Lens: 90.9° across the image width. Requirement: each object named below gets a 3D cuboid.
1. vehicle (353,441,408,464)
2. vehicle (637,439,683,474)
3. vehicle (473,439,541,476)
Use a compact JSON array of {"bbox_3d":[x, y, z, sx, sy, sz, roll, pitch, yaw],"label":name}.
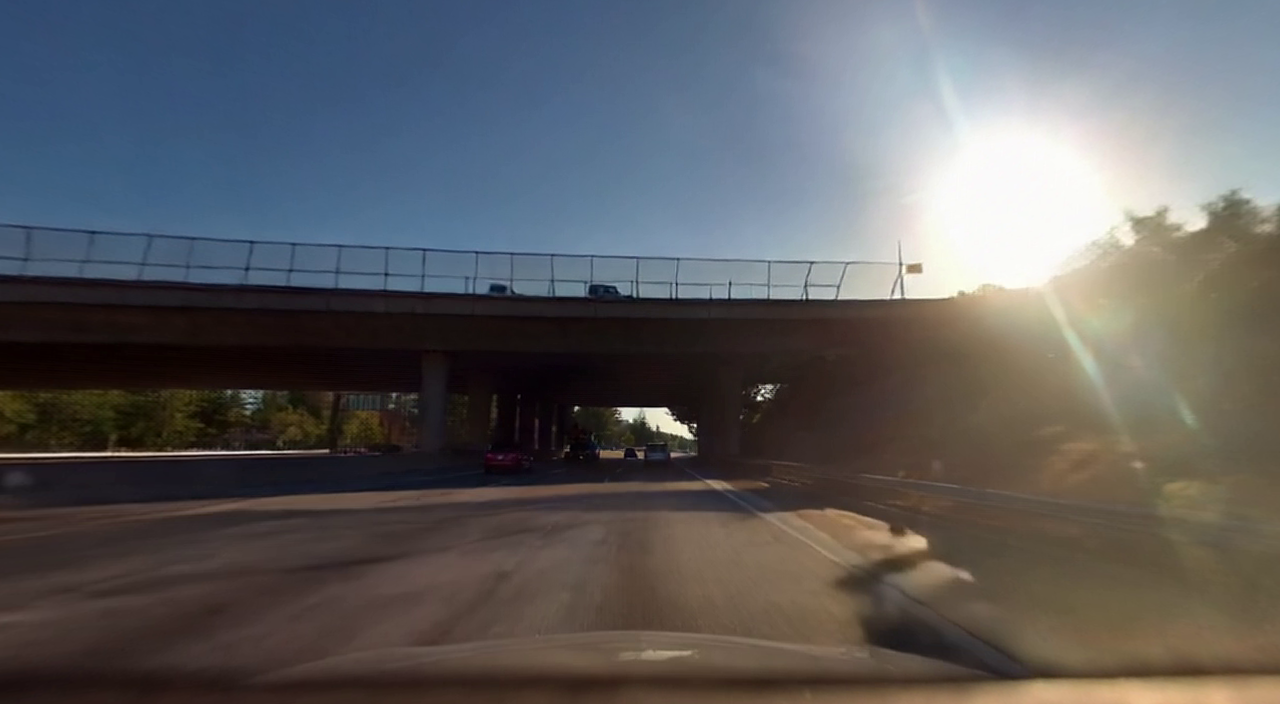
[{"bbox_3d":[-19.743,7.619,48.175,1.886,1.606,4.950,0,-8,3],"label":"vehicle"},{"bbox_3d":[1.074,5.634,34.343,2.336,1.722,4.212,0,-8,2],"label":"vehicle"},{"bbox_3d":[-6.319,5.049,30.573,2.115,1.644,4.513,0,-8,3],"label":"vehicle"}]
